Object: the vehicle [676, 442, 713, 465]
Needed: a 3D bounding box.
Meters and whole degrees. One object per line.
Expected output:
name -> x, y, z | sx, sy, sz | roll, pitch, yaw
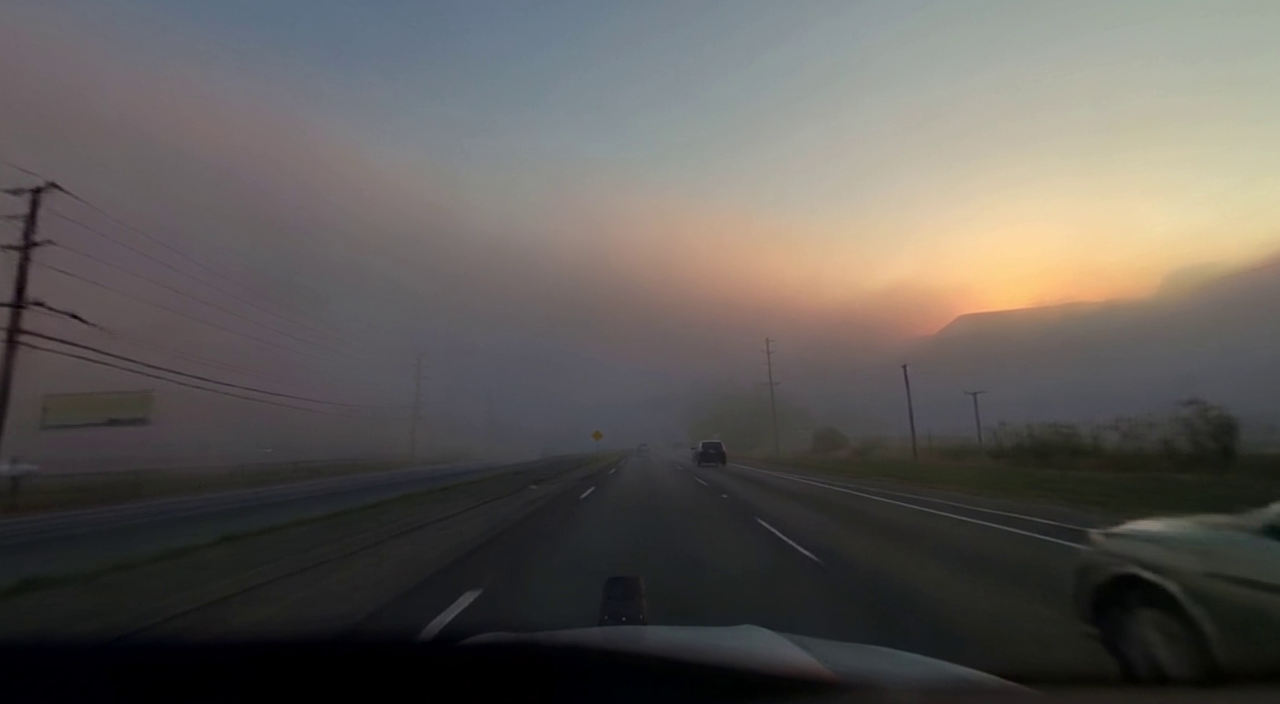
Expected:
vehicle -> 3.682, 7.003, 43.703 | 2.148, 1.538, 4.430 | 0, -8, 0
